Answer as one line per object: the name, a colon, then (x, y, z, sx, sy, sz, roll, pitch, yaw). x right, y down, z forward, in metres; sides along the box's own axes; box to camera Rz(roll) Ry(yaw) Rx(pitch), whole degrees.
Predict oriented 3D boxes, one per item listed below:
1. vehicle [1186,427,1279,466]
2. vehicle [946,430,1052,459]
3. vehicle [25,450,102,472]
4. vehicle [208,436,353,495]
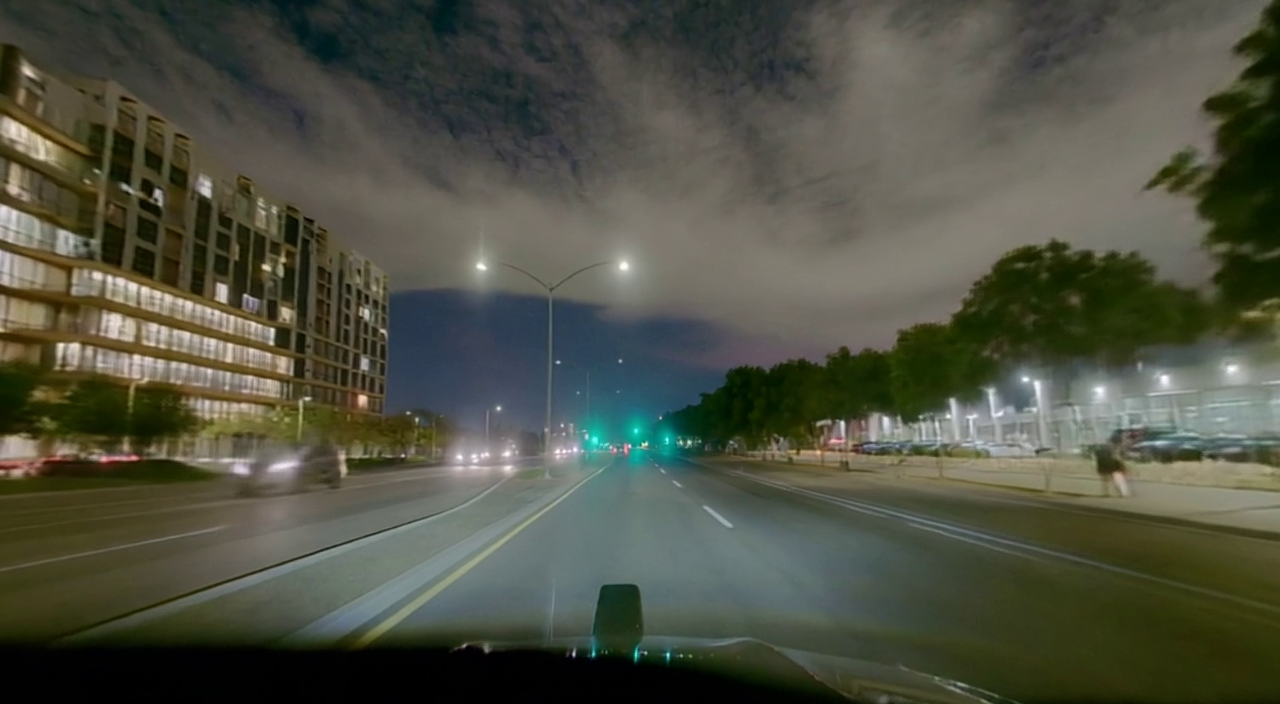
vehicle: (25.916, 3.961, 26.559, 4.068, 1.546, 2.017, 1, -8, -4)
vehicle: (22.480, 5.834, 39.659, 5.320, 1.722, 2.651, 2, -9, -15)
vehicle: (-45.033, 8.481, 49.363, 4.235, 1.611, 2.127, 8, -12, -44)
vehicle: (-12.218, 3.870, 21.952, 2.250, 1.788, 4.684, 0, -9, 0)
